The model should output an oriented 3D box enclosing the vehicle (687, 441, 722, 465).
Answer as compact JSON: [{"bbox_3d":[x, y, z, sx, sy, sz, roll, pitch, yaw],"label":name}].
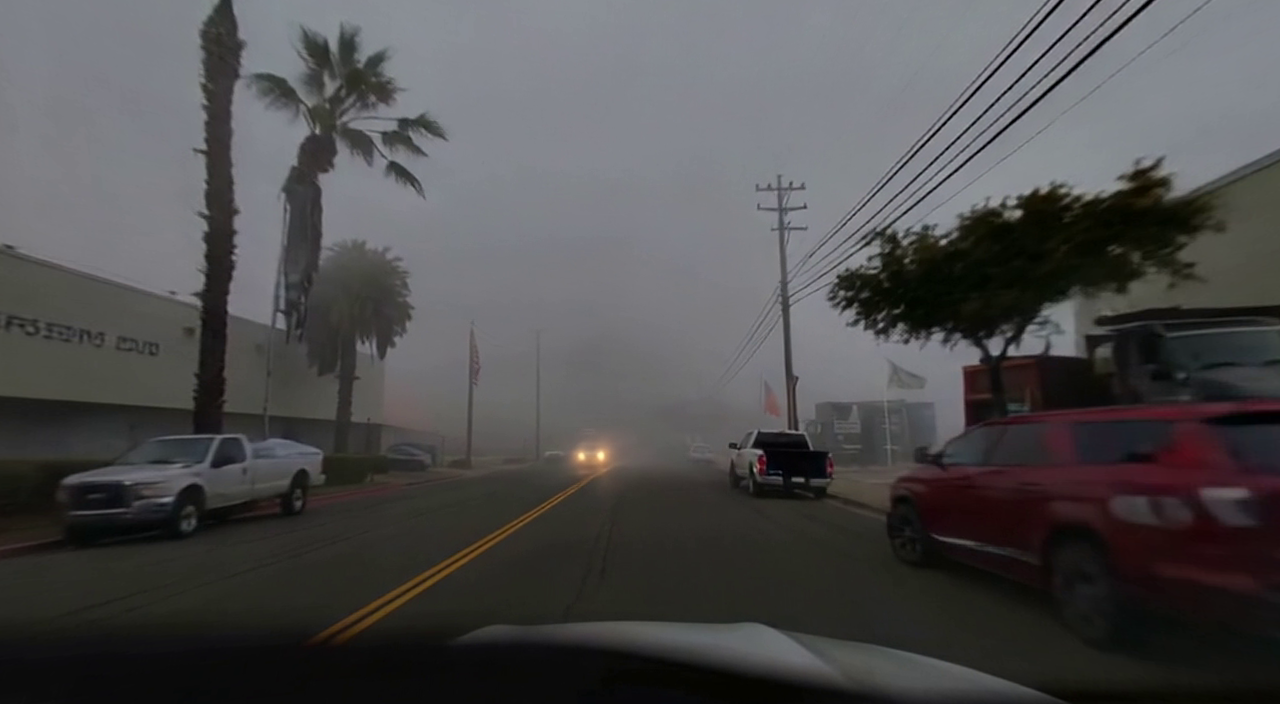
[{"bbox_3d":[4.698,7.442,46.624,2.111,1.611,4.576,0,-9,0],"label":"vehicle"}]

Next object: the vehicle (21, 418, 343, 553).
[{"bbox_3d":[-7.907,2.348,11.875,2.105,1.836,5.338,-2,-9,0],"label":"vehicle"}]

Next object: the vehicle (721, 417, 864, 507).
[{"bbox_3d":[3.770,2.896,17.088,2.345,1.969,6.070,0,-9,0],"label":"vehicle"}]

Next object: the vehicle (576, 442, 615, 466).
[{"bbox_3d":[-2.871,6.741,41.895,2.033,1.492,4.477,-1,-9,3],"label":"vehicle"}]

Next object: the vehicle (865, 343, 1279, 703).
[{"bbox_3d":[3.826,1.204,5.321,2.098,1.816,4.709,0,-9,0],"label":"vehicle"}]

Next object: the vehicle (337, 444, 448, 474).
[{"bbox_3d":[-13.517,5.866,34.705,5.187,1.563,2.095,0,-9,1],"label":"vehicle"}]
